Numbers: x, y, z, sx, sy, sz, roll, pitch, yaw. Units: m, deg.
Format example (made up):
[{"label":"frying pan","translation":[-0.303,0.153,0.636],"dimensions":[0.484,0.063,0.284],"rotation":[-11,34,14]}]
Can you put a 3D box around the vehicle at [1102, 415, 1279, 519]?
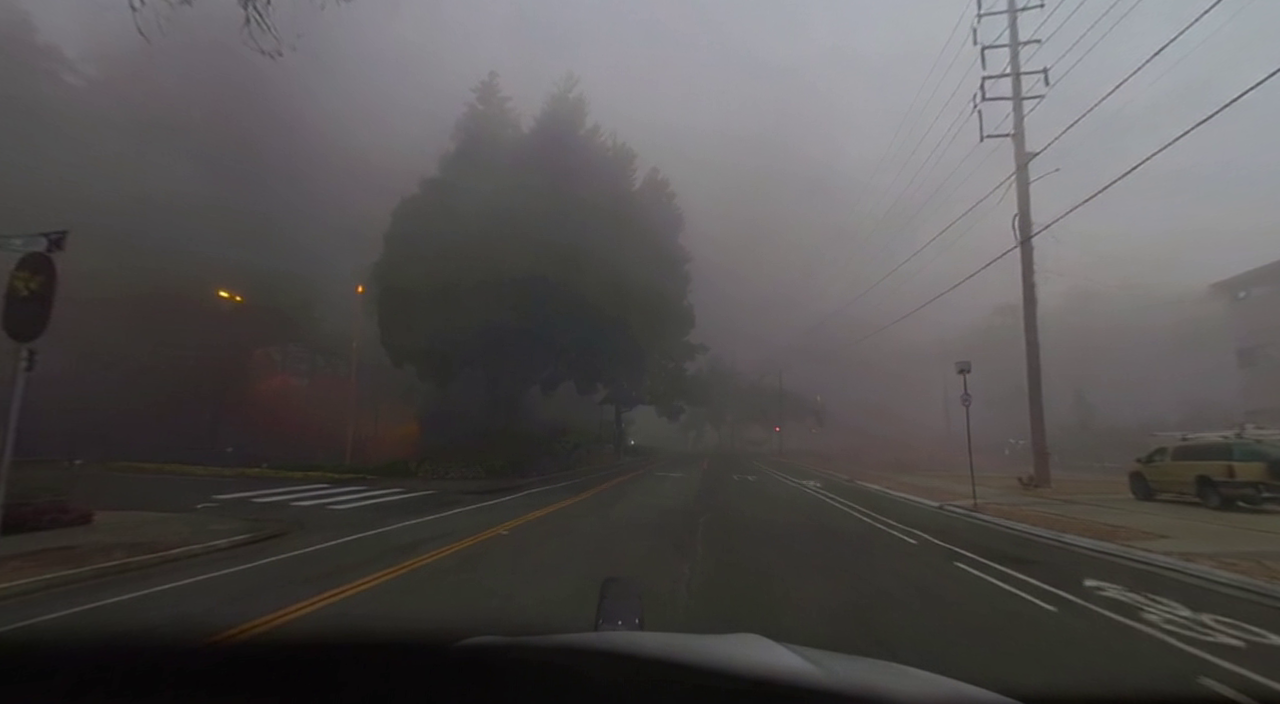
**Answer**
[{"label":"vehicle","translation":[13.036,2.520,14.267],"dimensions":[1.912,1.953,4.651],"rotation":[0,-8,6]}]
